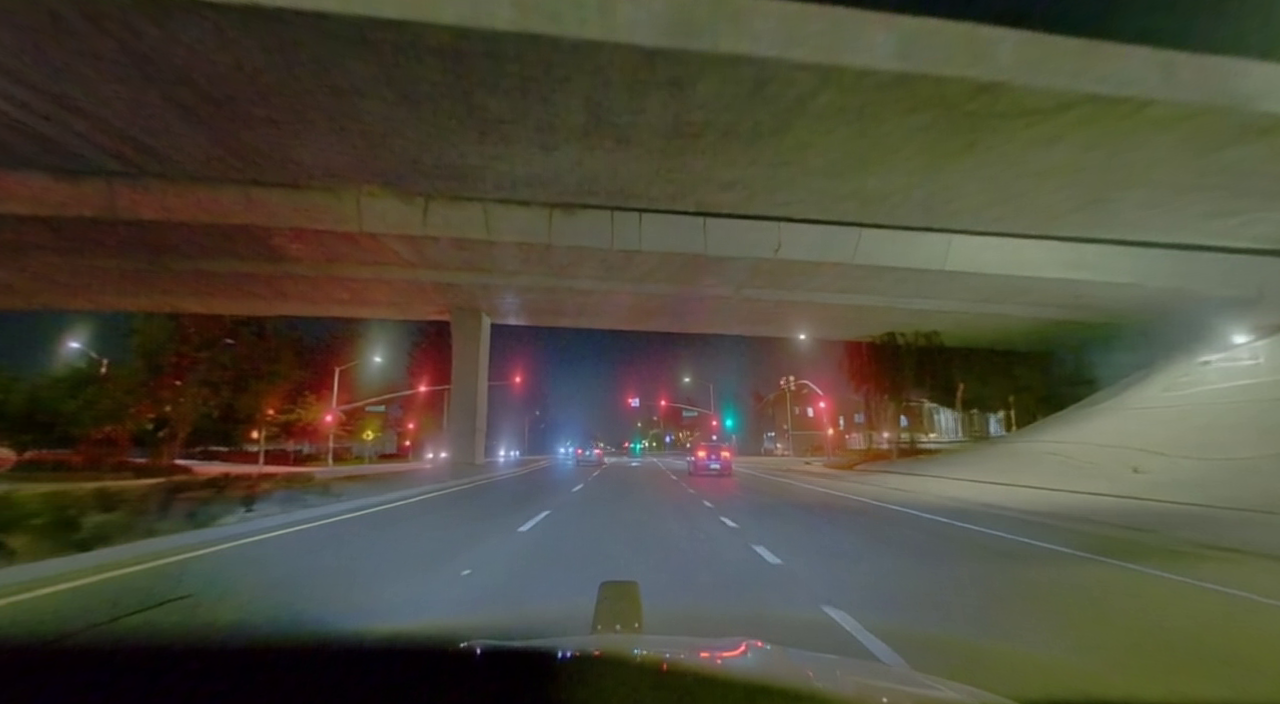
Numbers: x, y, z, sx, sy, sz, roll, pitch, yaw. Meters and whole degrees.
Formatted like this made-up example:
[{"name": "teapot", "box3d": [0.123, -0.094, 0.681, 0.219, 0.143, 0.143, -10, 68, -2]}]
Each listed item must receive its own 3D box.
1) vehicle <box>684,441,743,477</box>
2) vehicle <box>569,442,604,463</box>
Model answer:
[{"name": "vehicle", "box3d": [3.220, 4.794, 28.651, 2.068, 1.497, 4.247, 0, -8, -2]}, {"name": "vehicle", "box3d": [-3.868, 7.370, 46.545, 2.060, 1.484, 4.417, 0, -8, 1]}]
